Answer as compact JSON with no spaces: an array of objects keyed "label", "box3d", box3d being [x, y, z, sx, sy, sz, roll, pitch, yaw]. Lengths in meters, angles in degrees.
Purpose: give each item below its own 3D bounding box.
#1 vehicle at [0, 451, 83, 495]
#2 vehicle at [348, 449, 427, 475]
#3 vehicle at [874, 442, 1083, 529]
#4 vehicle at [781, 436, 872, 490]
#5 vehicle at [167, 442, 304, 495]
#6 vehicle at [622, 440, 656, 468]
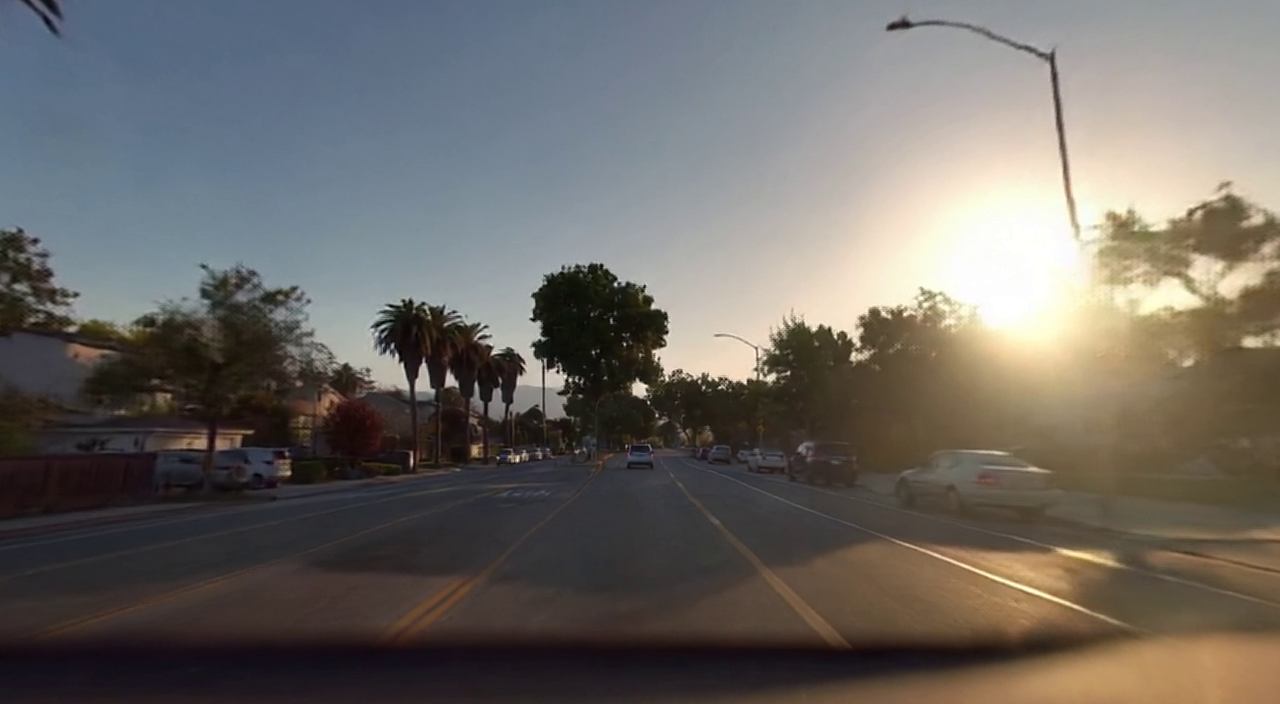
[{"label":"vehicle","box3d":[-25.890,5.145,26.822,1.914,1.662,3.657,0,-11,-18]},{"label":"vehicle","box3d":[-17.720,7.696,44.408,4.683,1.686,1.950,-1,-8,2]},{"label":"vehicle","box3d":[6.841,2.697,13.534,1.947,1.505,4.759,-1,-8,2]},{"label":"vehicle","box3d":[6.993,4.191,24.383,2.035,1.822,5.449,-1,-8,2]},{"label":"vehicle","box3d":[-16.782,4.810,26.639,2.185,1.993,5.054,-1,-8,4]},{"label":"vehicle","box3d":[-0.103,7.122,44.311,2.248,1.833,4.798,0,-8,-1]}]
